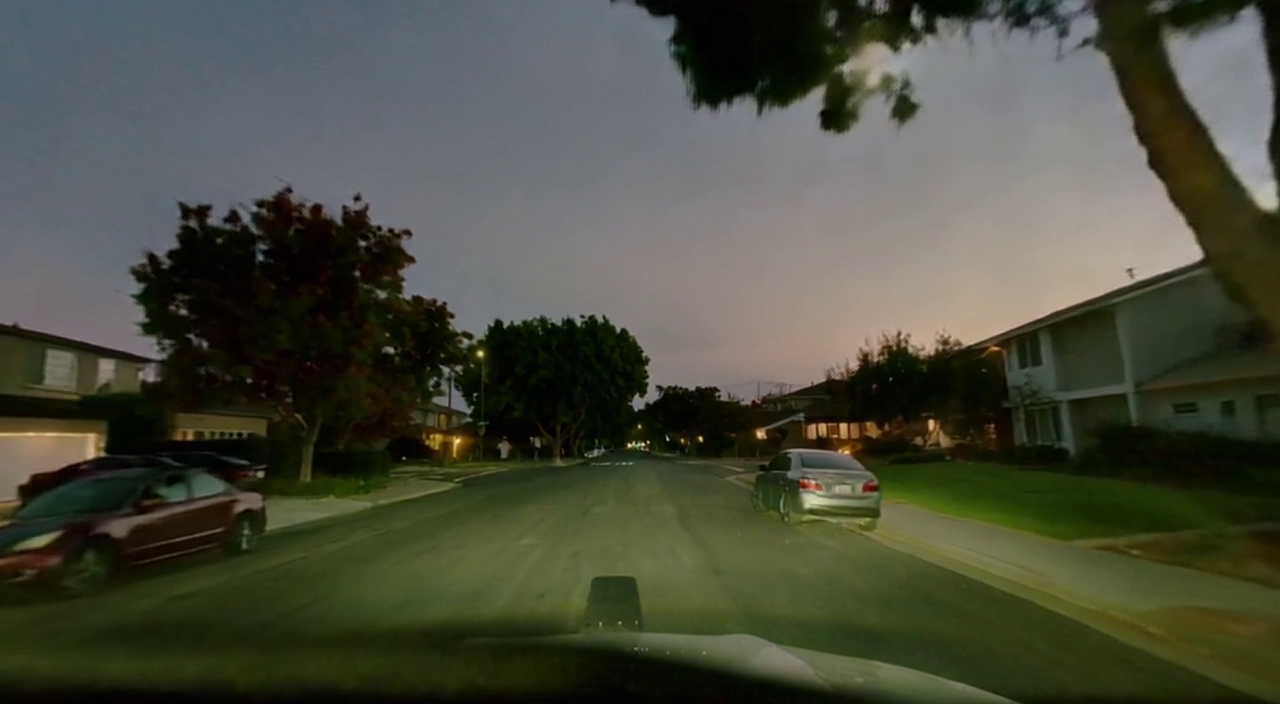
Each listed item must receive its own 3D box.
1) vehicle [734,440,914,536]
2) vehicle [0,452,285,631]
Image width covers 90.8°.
[{"bbox_3d":[3.234,2.467,12.171,1.986,1.476,4.306,0,-8,-3],"label":"vehicle"},{"bbox_3d":[-6.639,2.010,7.760,2.035,1.480,4.508,0,-8,-2],"label":"vehicle"}]
